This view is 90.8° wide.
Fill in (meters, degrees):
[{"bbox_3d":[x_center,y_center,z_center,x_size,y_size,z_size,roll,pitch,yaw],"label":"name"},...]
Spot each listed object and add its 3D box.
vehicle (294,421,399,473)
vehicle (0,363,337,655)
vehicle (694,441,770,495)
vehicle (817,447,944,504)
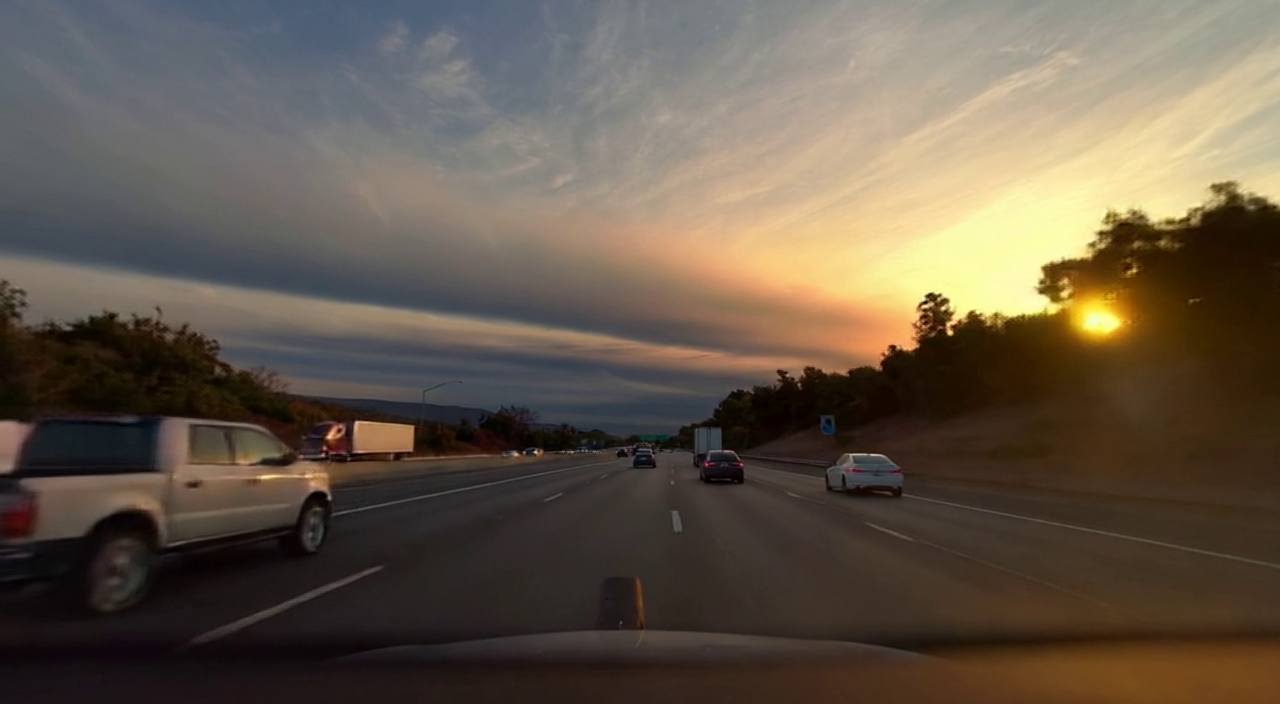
[{"bbox_3d":[-20.601,6.795,45.084,2.848,3.328,8.515,-1,-9,4],"label":"vehicle"},{"bbox_3d":[-5.150,1.259,5.679,2.036,1.892,5.214,0,-9,3],"label":"vehicle"},{"bbox_3d":[3.116,4.027,22.331,2.103,1.717,4.399,0,-9,1],"label":"vehicle"},{"bbox_3d":[7.131,3.682,19.367,2.146,1.482,4.665,0,-9,1],"label":"vehicle"}]
